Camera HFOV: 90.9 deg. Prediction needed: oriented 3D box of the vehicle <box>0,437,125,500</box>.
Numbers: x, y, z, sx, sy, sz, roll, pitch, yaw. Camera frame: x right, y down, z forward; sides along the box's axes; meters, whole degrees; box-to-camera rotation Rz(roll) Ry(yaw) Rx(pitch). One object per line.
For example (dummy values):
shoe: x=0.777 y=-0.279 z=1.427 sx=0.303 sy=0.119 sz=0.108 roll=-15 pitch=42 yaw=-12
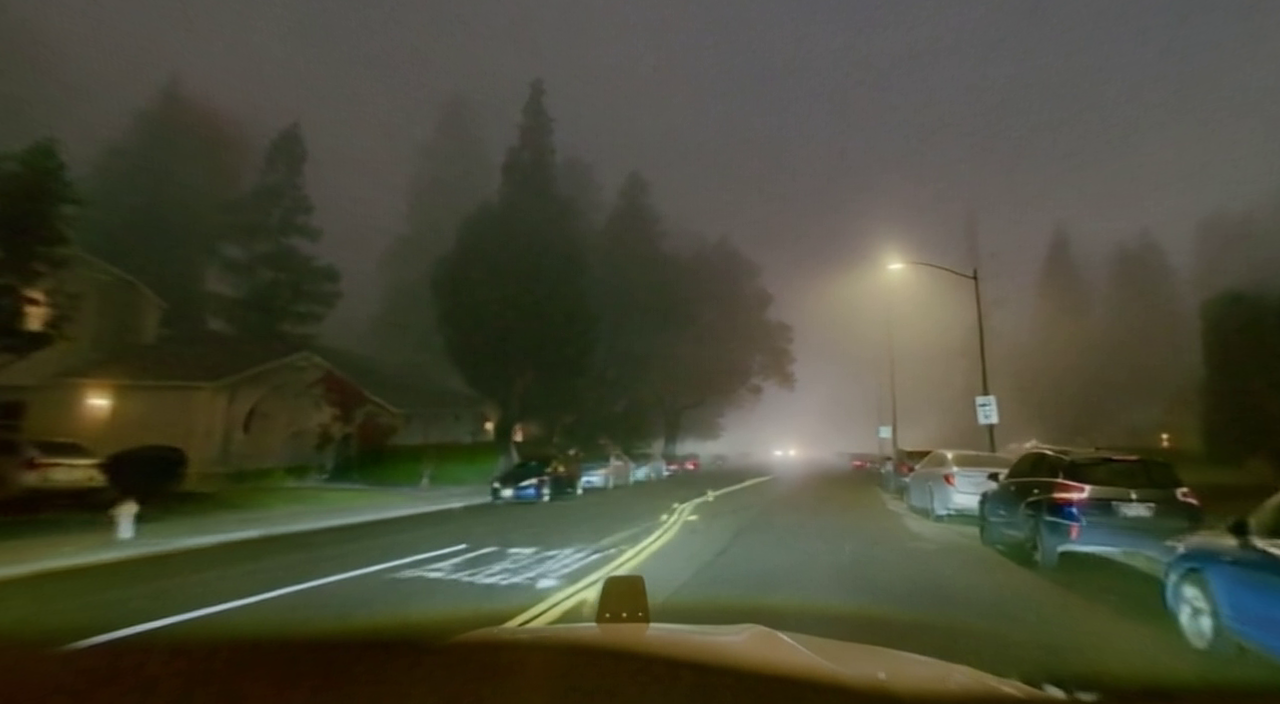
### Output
vehicle: x=-17.450 y=3.241 z=17.844 sx=4.554 sy=1.595 sz=2.028 roll=-2 pitch=-9 yaw=15

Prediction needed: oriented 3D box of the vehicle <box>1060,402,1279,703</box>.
vehicle: x=4.126 y=1.076 z=2.879 sx=2.315 sy=1.668 sz=4.425 roll=-2 pitch=-9 yaw=16

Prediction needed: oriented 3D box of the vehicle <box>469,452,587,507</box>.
vehicle: x=-3.397 y=3.981 z=20.143 sx=1.963 sy=1.470 sz=4.671 roll=-3 pitch=-9 yaw=13

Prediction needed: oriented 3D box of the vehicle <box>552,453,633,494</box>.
vehicle: x=-1.842 y=4.952 z=26.039 sx=1.948 sy=1.477 sz=4.518 roll=-4 pitch=-9 yaw=14

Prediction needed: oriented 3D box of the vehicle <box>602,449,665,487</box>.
vehicle: x=-0.241 y=5.789 z=31.757 sx=1.973 sy=1.755 sz=4.528 roll=-3 pitch=-9 yaw=15
